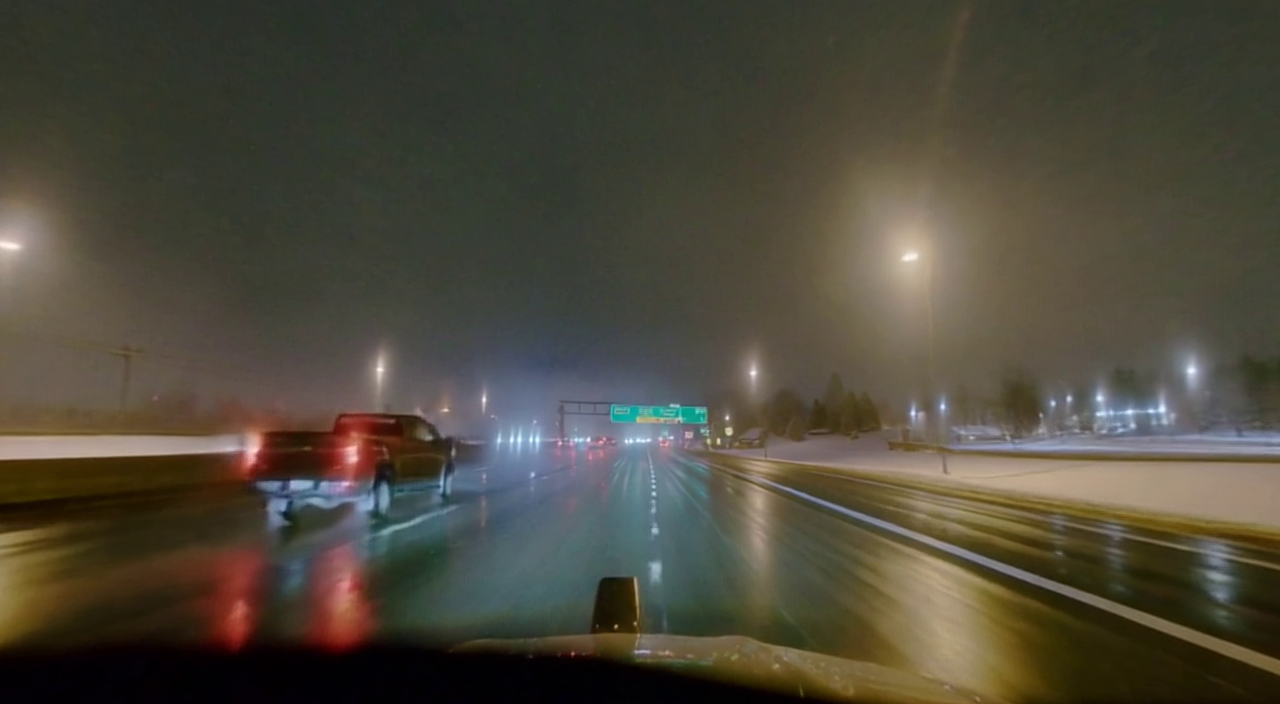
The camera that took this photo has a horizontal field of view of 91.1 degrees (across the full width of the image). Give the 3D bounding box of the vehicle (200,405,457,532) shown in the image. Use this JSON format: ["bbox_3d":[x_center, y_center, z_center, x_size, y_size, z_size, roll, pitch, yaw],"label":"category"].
[{"bbox_3d":[-5.122,1.960,11.316,2.119,1.787,4.655,0,-8,2],"label":"vehicle"}]

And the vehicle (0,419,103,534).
[{"bbox_3d":[-9.289,1.565,7.766,1.845,1.493,3.799,0,-8,2],"label":"vehicle"}]
